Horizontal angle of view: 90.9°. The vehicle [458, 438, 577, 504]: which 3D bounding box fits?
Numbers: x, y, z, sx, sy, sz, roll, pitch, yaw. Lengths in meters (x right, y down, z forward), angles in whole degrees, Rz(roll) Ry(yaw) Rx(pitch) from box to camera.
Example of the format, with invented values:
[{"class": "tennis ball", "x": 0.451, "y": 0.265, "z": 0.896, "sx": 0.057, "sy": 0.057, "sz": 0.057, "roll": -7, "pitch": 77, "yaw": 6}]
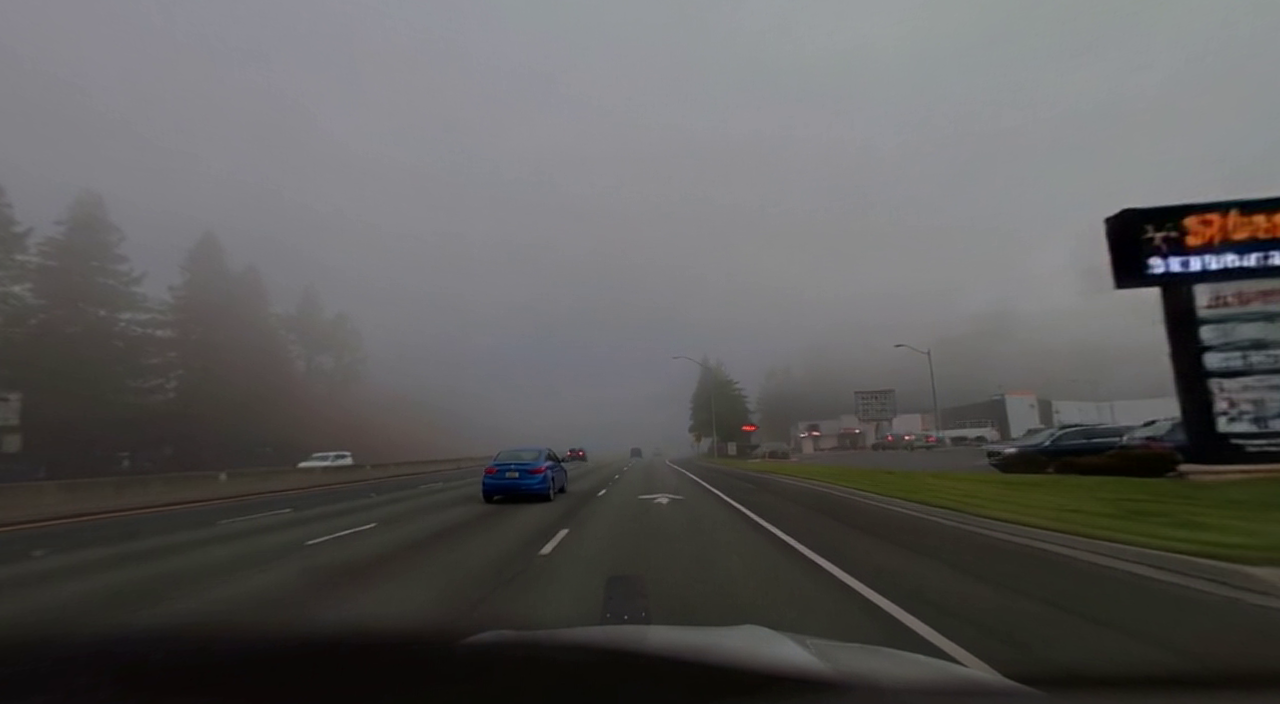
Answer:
[{"class": "vehicle", "x": -3.031, "y": 3.063, "z": 16.663, "sx": 2.152, "sy": 1.479, "sz": 4.394, "roll": 0, "pitch": -9, "yaw": 2}]
